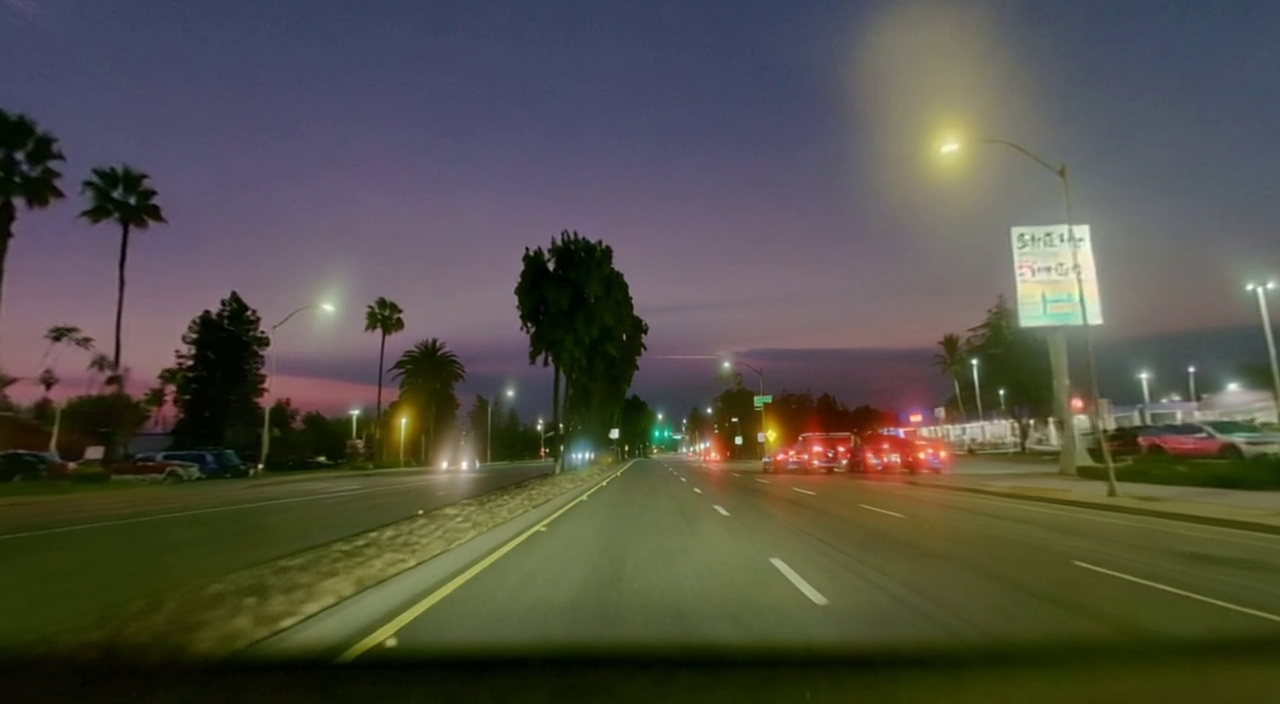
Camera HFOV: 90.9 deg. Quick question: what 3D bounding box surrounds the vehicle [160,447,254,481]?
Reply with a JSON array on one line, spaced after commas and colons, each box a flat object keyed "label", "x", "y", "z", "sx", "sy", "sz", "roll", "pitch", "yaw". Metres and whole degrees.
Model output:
[{"label": "vehicle", "x": -32.190, "y": 8.457, "z": 47.174, "sx": 2.415, "sy": 2.234, "sz": 6.082, "roll": -2, "pitch": -12, "yaw": 3}]

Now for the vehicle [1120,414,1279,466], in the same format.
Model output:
[{"label": "vehicle", "x": 18.436, "y": 2.800, "z": 20.025, "sx": 4.691, "sy": 1.545, "sz": 1.900, "roll": -1, "pitch": -8, "yaw": 4}]
